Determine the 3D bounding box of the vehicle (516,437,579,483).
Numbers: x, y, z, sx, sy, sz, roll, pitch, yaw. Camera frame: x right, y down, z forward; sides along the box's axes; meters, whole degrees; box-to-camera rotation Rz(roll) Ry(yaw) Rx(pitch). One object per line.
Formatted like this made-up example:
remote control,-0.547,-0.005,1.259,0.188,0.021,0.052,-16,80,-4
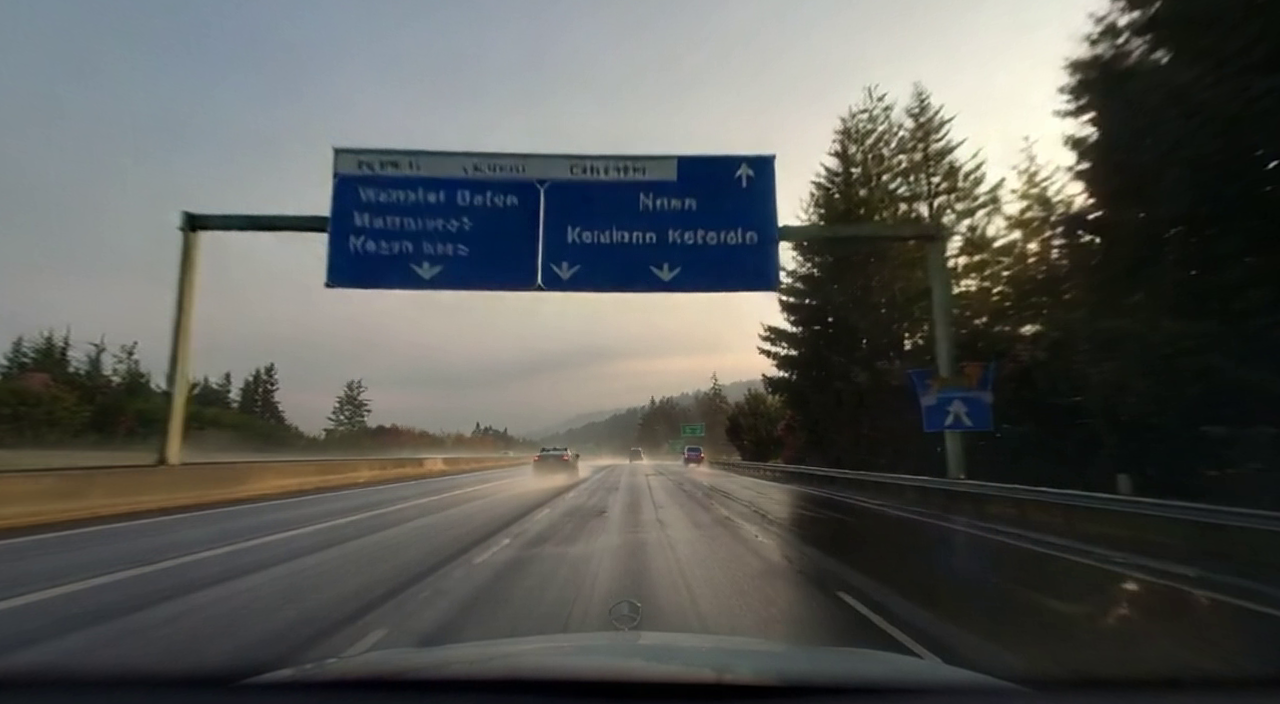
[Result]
vehicle,-4.366,5.174,30.440,2.278,2.054,4.498,0,-9,1

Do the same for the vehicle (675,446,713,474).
vehicle,3.577,7.241,42.550,2.133,1.746,4.511,0,-9,0
